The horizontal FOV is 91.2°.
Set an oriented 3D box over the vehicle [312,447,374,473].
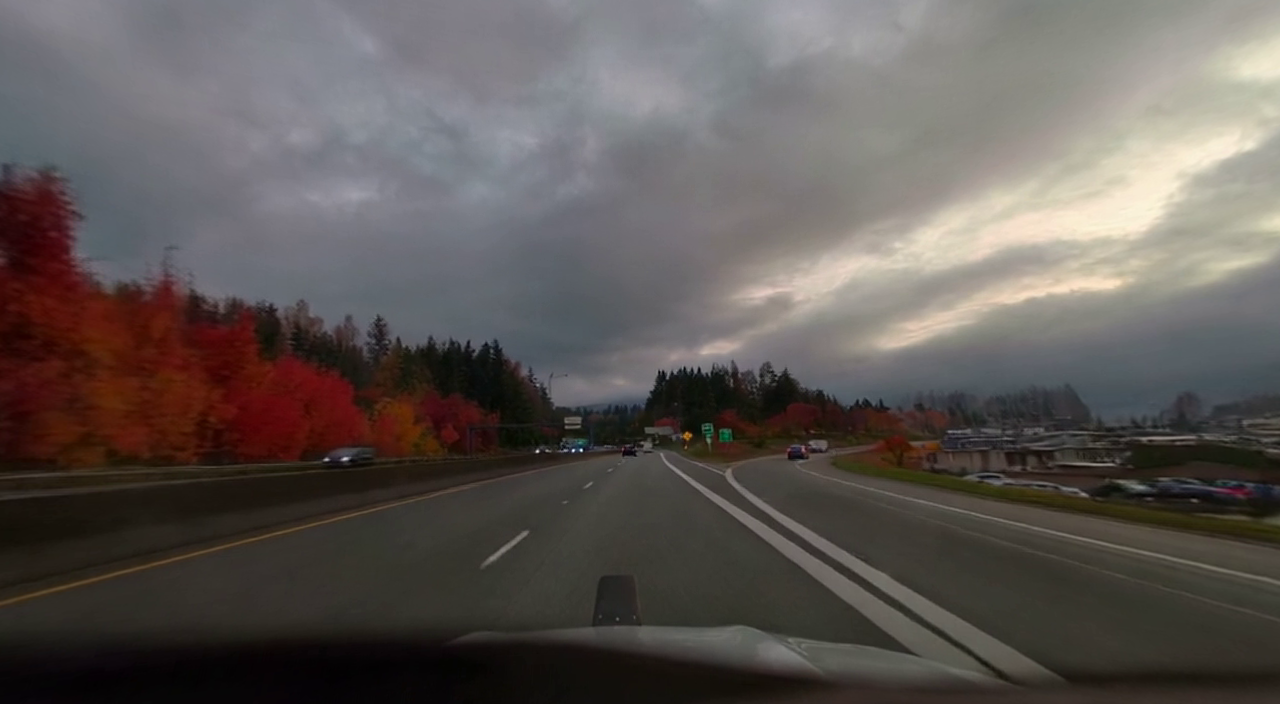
[{"bbox_3d":[-20.395,7.419,43.244,1.929,1.652,4.478,-1,-9,2],"label":"vehicle"}]
